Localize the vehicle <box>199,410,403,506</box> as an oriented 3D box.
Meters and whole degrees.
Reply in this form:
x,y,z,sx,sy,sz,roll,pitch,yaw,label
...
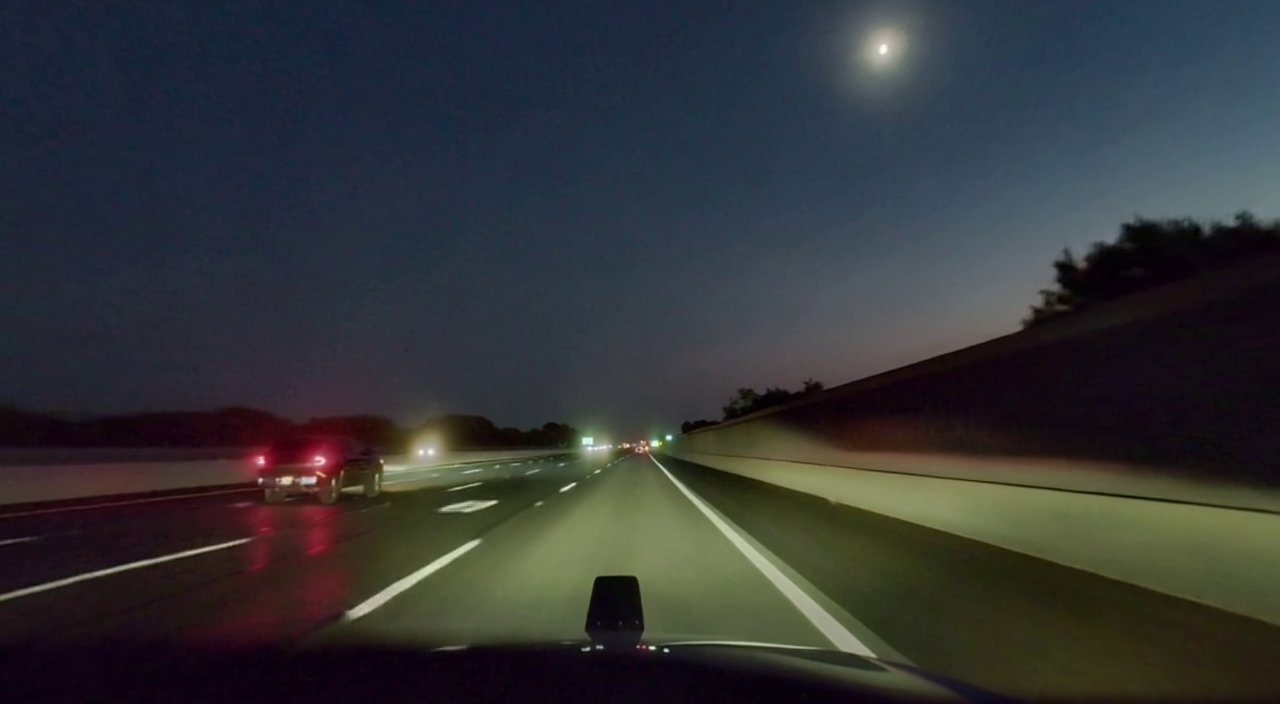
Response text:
x,y,z,sx,sy,sz,roll,pitch,yaw,label
-7.958,2.561,15.538,2.163,1.947,4.959,0,-9,1,vehicle
